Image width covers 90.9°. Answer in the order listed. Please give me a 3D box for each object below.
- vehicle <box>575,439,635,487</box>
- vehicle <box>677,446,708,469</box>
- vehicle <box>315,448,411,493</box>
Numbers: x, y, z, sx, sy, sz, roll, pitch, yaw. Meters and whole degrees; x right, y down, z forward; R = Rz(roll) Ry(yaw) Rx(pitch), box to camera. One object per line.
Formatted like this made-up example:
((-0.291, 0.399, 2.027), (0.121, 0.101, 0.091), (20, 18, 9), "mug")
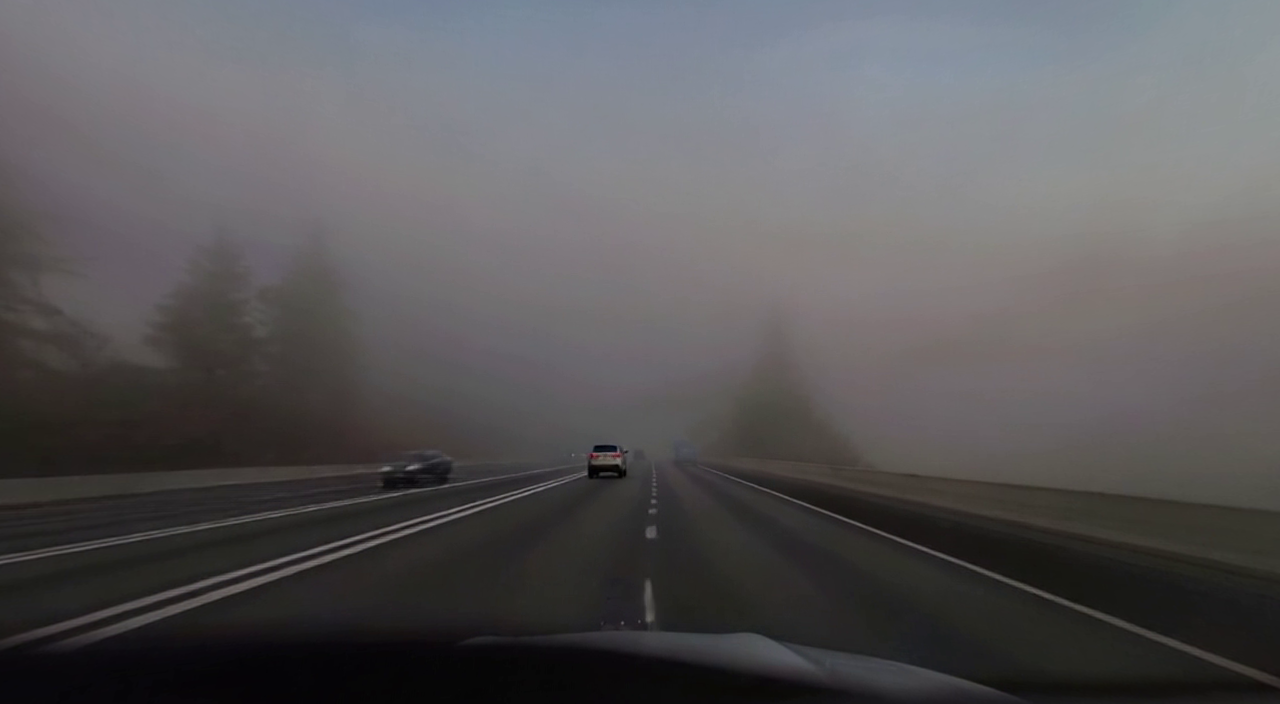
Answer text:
((-1.288, 4.385, 25.047), (2.038, 1.723, 4.150), (0, -9, 1), "vehicle")
((4.048, 8.269, 49.413), (2.040, 1.721, 4.507), (0, -9, 1), "vehicle")
((-11.191, 4.799, 25.819), (1.984, 1.657, 4.126), (0, -9, 1), "vehicle")
